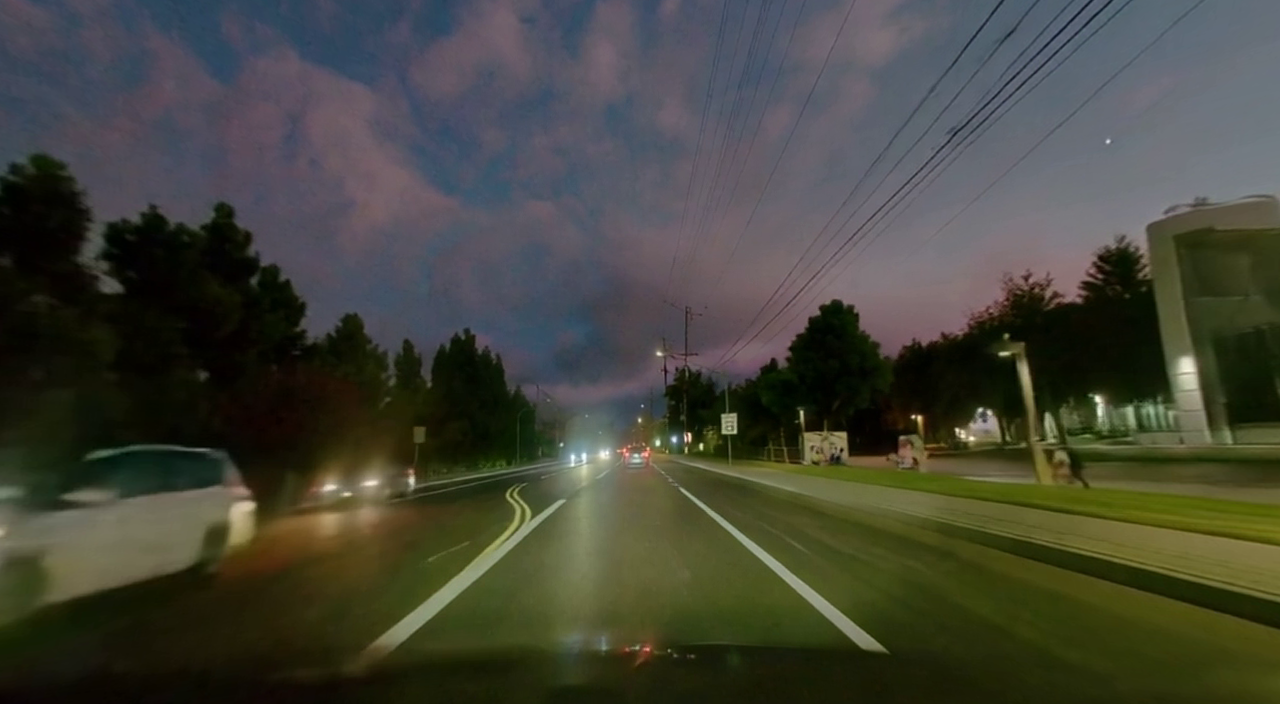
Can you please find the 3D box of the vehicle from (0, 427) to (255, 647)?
[{"bbox_3d":[-5.994,1.618,6.003,1.960,1.704,4.229,0,-9,0],"label":"vehicle"}]

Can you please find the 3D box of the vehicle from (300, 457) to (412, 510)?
[{"bbox_3d":[-9.287,4.301,21.052,1.841,1.475,4.054,0,-9,0],"label":"vehicle"}]

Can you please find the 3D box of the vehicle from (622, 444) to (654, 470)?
[{"bbox_3d":[-0.120,7.416,44.844,2.163,1.746,4.073,0,-8,0],"label":"vehicle"}]
